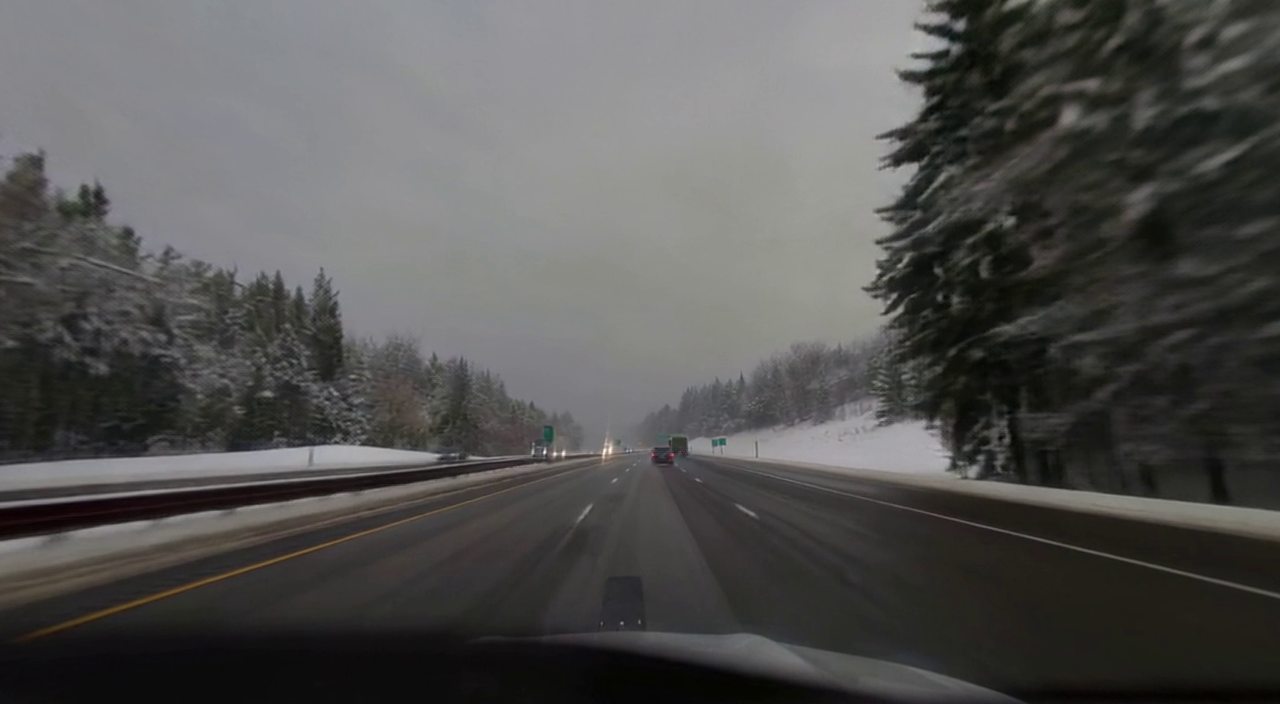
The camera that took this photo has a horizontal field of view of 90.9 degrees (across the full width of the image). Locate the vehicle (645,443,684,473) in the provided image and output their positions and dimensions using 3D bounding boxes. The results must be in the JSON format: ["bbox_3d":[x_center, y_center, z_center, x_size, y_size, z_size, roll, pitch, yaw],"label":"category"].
[{"bbox_3d":[1.451,6.415,38.341,2.231,1.652,4.503,0,-9,1],"label":"vehicle"}]
